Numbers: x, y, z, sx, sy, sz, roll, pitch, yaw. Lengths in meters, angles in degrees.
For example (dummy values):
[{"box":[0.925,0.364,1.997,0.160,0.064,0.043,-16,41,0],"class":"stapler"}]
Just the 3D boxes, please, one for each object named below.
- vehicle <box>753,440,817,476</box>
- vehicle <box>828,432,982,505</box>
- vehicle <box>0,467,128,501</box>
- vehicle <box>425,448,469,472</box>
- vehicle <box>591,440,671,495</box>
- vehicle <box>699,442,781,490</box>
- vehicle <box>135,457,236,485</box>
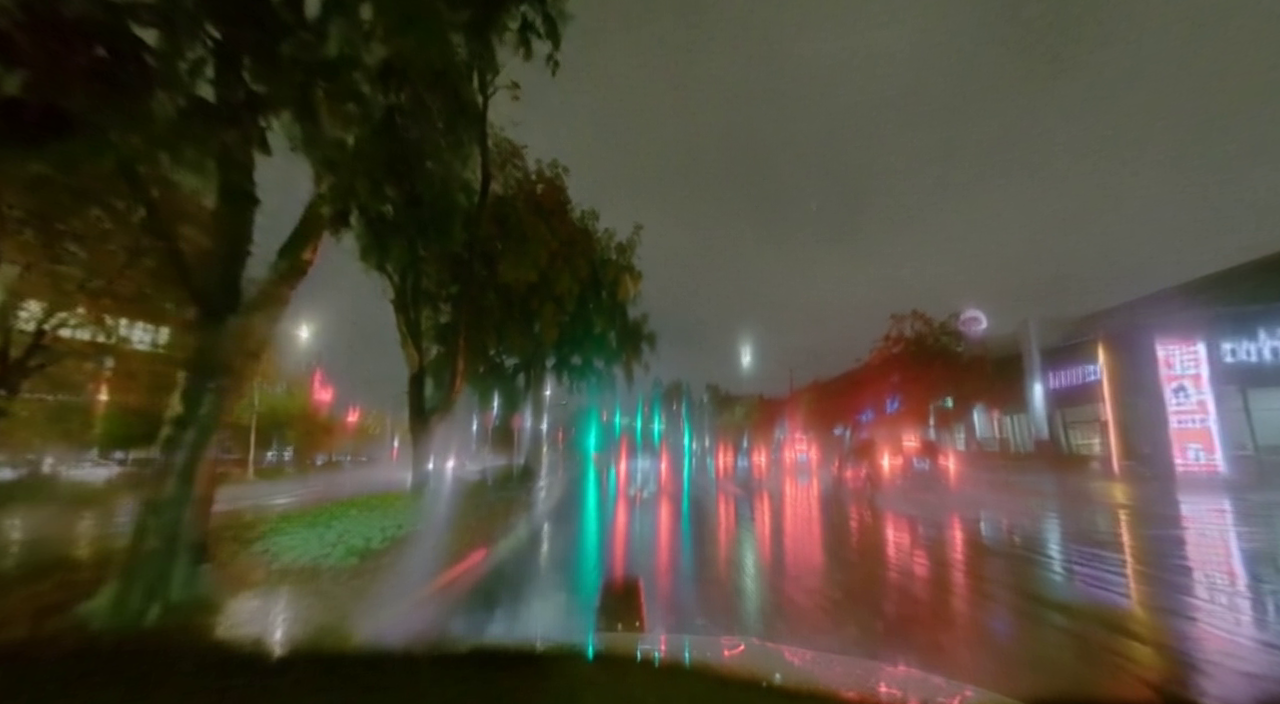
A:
[{"box":[7.238,5.354,32.026,2.025,1.666,4.448,0,-9,-2],"class":"vehicle"},{"box":[7.007,3.139,17.436,2.052,1.708,4.842,0,-9,-1],"class":"vehicle"},{"box":[-28.150,6.399,30.796,4.693,1.499,1.838,0,-9,0],"class":"vehicle"},{"box":[-13.390,7.515,44.076,1.934,1.491,3.684,-1,-8,0],"class":"vehicle"},{"box":[-0.326,3.402,18.939,2.101,1.444,4.248,0,-9,-2],"class":"vehicle"},{"box":[3.314,3.878,21.846,1.993,1.477,4.240,0,-9,-2],"class":"vehicle"},{"box":[-27.929,7.311,38.908,4.640,1.640,2.026,-1,-9,1],"class":"vehicle"}]
